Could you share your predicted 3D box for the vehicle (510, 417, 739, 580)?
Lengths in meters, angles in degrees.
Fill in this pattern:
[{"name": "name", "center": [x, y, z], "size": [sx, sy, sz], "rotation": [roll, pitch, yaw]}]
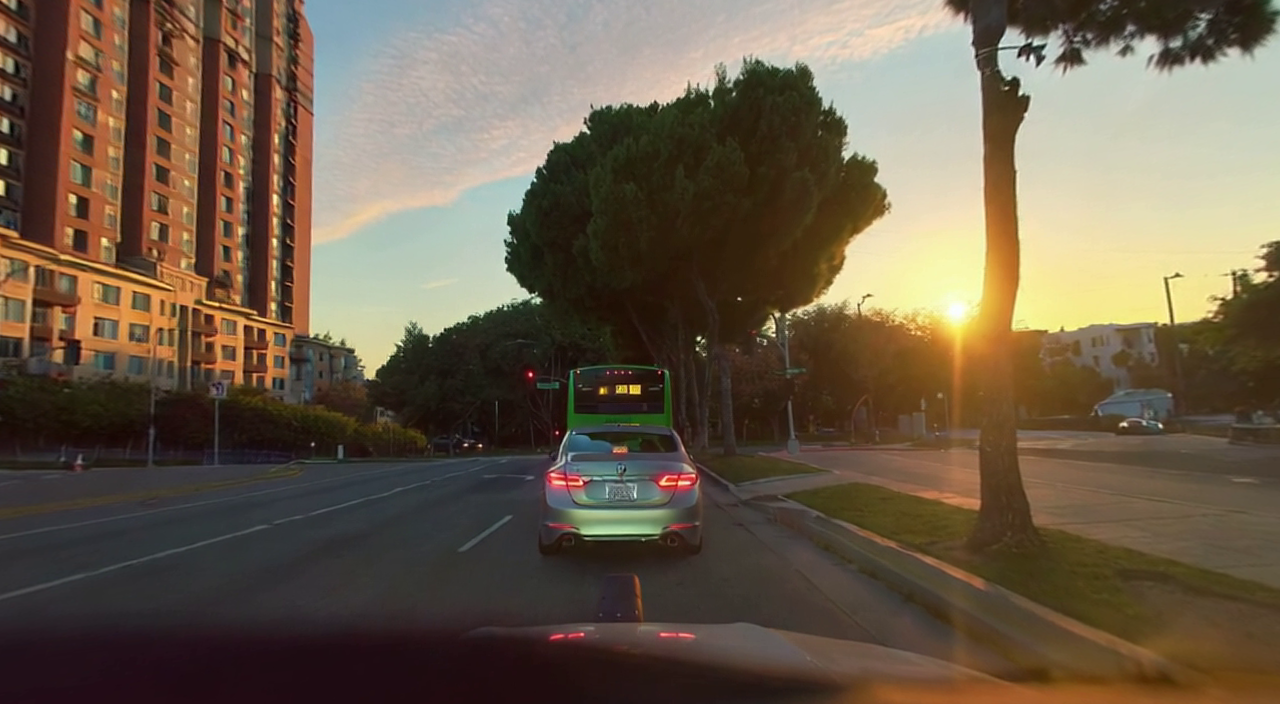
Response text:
[{"name": "vehicle", "center": [-0.196, 1.587, 7.707], "size": [2.064, 1.452, 3.942], "rotation": [0, -8, -2]}]
